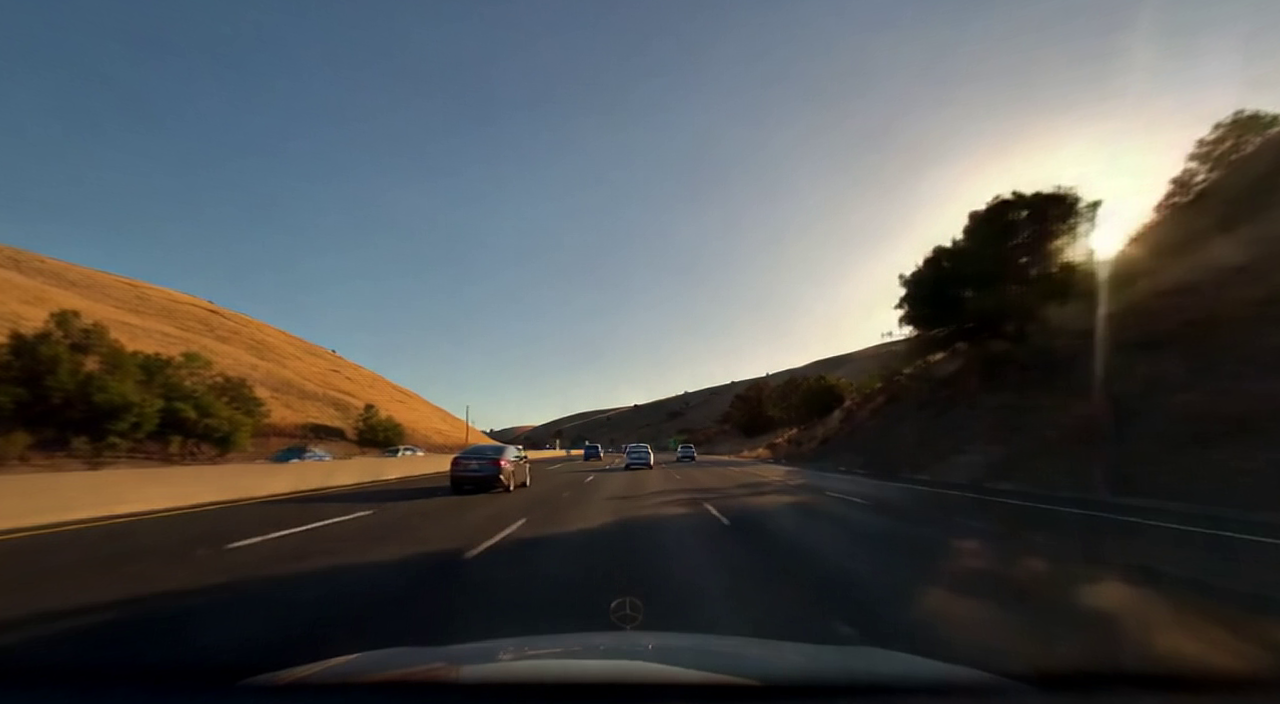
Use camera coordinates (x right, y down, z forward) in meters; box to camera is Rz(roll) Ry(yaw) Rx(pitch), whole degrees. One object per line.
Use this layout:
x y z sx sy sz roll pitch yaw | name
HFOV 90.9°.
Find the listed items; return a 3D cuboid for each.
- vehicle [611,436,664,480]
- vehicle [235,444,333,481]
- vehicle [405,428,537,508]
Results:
-0.083 4.503 27.028 2.086 1.685 4.206 0 -8 0 | vehicle
-15.858 4.918 28.365 1.819 1.494 4.366 0 -8 1 | vehicle
-3.969 2.796 15.644 2.076 1.690 4.113 0 -8 1 | vehicle
